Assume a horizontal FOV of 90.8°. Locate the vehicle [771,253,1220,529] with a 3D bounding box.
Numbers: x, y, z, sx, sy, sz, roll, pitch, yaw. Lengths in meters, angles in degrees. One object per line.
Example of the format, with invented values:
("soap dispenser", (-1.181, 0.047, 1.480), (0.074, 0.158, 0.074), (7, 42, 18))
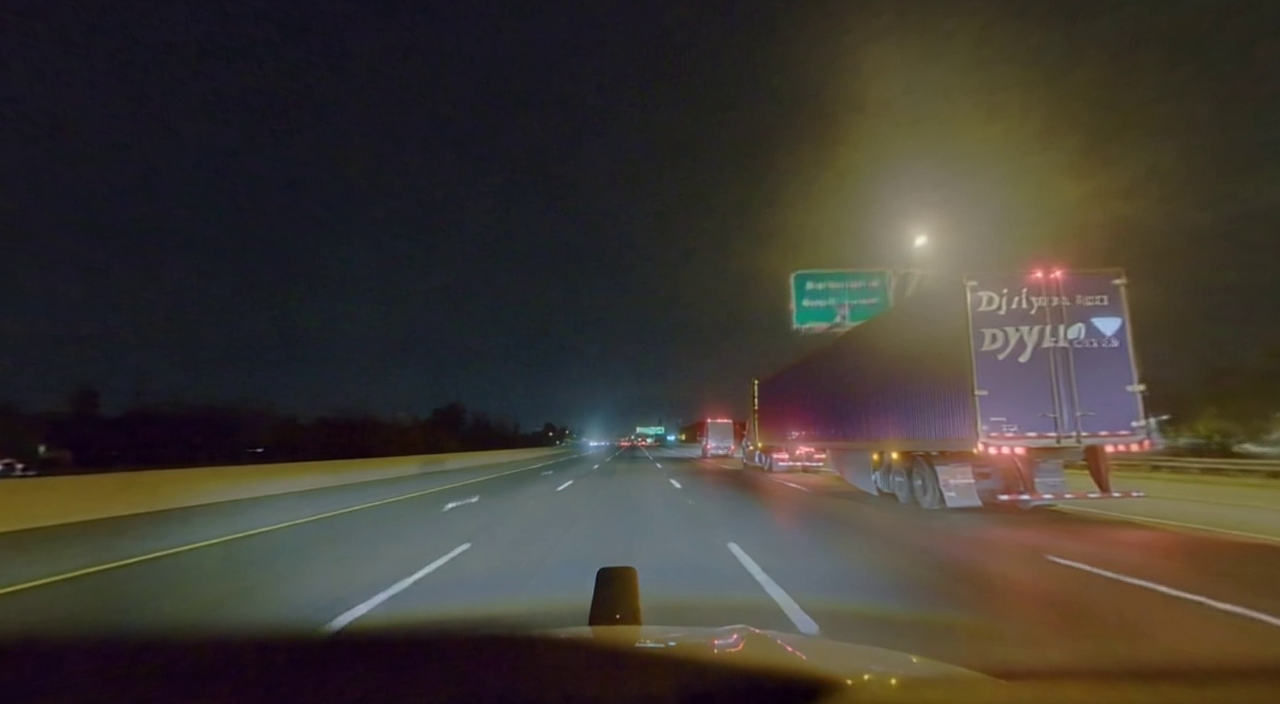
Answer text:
("vehicle", (6.662, 1.675, 17.098), (2.962, 3.947, 16.241), (0, -8, 1))
